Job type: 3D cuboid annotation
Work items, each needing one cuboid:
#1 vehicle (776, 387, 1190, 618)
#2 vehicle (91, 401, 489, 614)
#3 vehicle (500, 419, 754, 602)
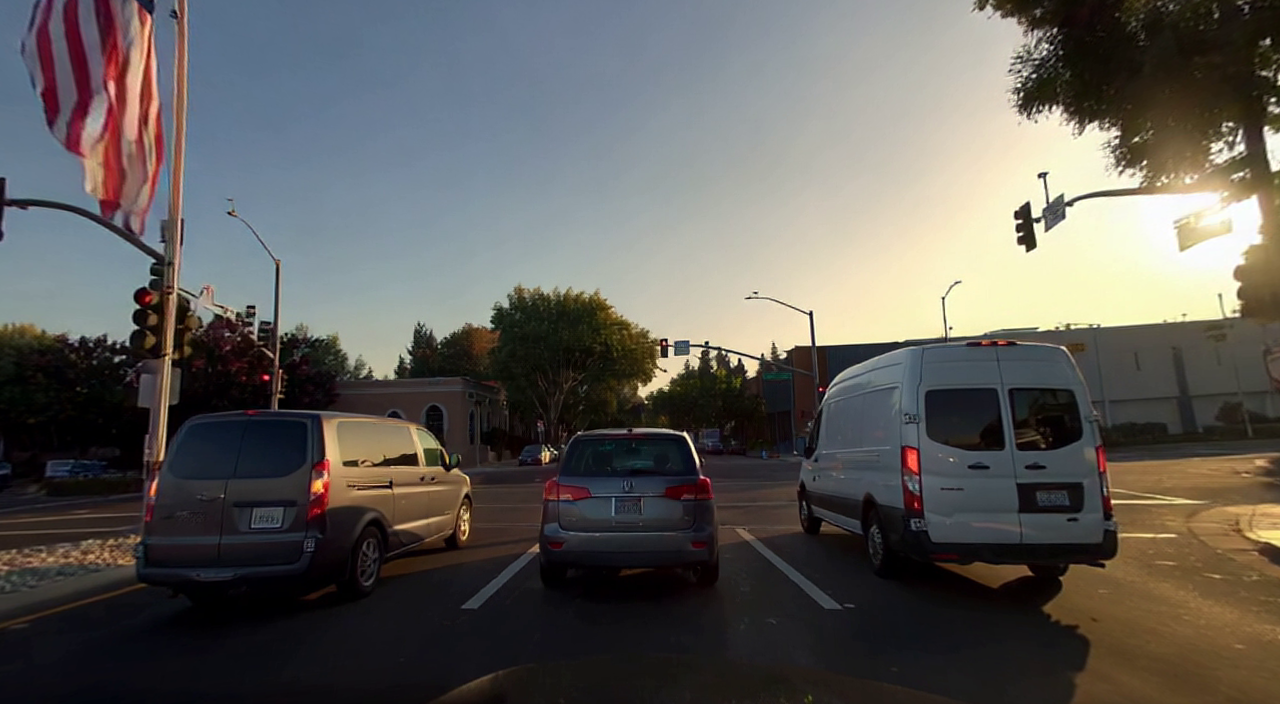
[{"bbox_3d":[3.086,1.474,7.067,2.178,1.746,4.400,0,-9,1],"label":"vehicle"},{"bbox_3d":[-3.306,1.542,7.117,2.024,1.677,3.998,-1,-9,3],"label":"vehicle"},{"bbox_3d":[-0.148,1.621,7.342,2.098,1.494,4.118,0,-9,-1],"label":"vehicle"}]
